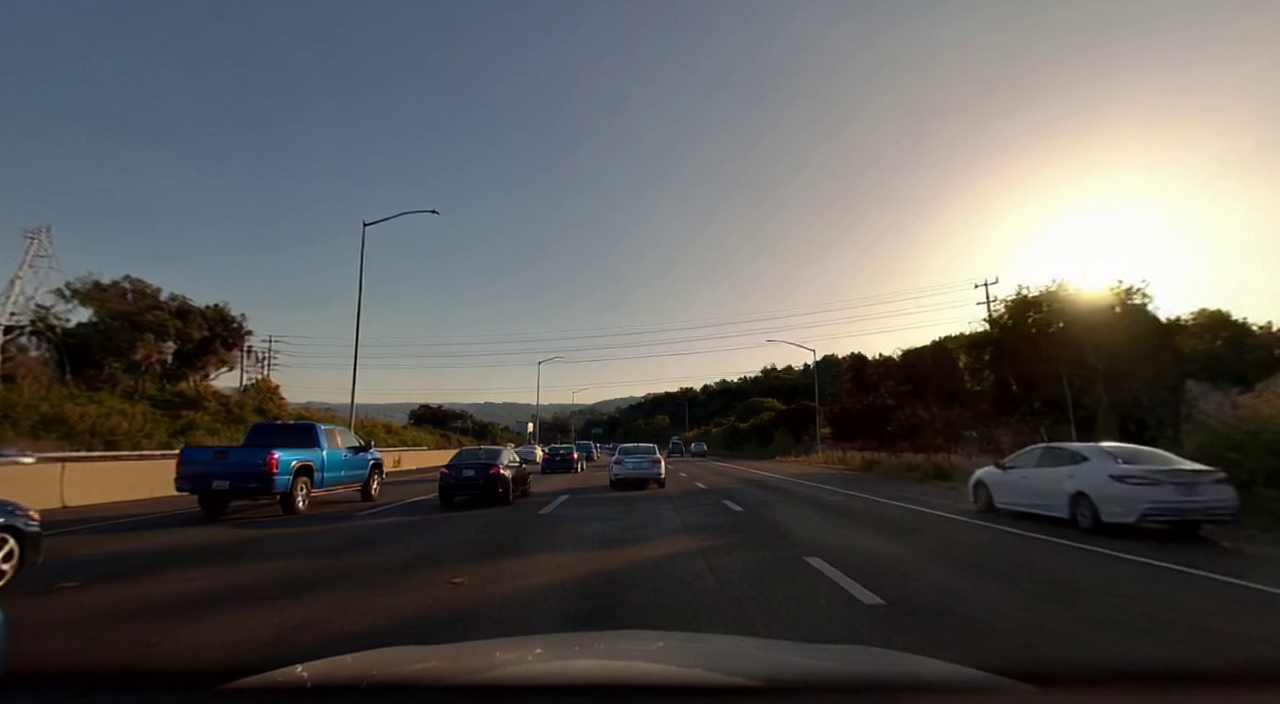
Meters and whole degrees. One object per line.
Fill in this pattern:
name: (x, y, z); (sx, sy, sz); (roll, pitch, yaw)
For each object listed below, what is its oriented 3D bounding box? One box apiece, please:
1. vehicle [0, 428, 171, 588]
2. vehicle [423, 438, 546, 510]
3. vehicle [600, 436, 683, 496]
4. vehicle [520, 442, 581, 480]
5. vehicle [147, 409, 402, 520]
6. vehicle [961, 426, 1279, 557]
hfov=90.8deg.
vehicle: (-6.866, 1.397, 5.521); (1.900, 1.461, 4.706); (0, -8, 0)
vehicle: (-3.493, 2.805, 15.045); (1.899, 1.437, 4.131); (0, -8, -1)
vehicle: (-0.001, 3.226, 18.379); (2.102, 1.499, 4.439); (0, -8, -1)
vehicle: (-3.639, 4.489, 26.412); (1.904, 1.448, 4.060); (0, -8, 0)
vehicle: (-7.469, 2.376, 13.910); (2.194, 1.922, 5.637); (0, -8, 0)
vehicle: (7.262, 1.962, 9.713); (2.147, 1.492, 4.614); (0, -8, -1)
